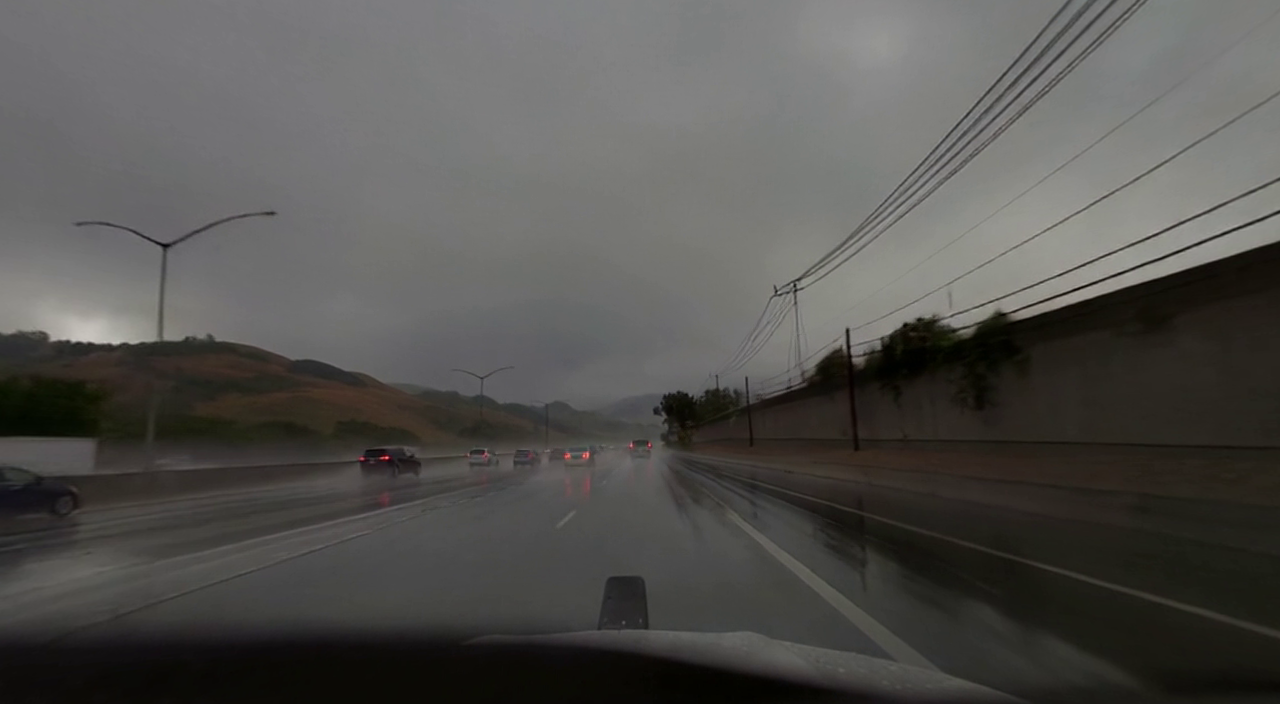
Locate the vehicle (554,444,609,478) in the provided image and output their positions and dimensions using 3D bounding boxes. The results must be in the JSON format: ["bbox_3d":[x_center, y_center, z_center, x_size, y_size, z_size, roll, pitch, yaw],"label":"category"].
[{"bbox_3d":[-2.631,5.064,29.450,2.064,1.446,4.409,0,-9,1],"label":"vehicle"}]

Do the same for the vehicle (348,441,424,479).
[{"bbox_3d":[-14.336,6.113,35.954,2.172,1.946,5.017,0,-9,1],"label":"vehicle"}]

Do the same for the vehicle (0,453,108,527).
[{"bbox_3d":[-14.107,2.865,13.064,1.885,1.474,4.849,0,-9,1],"label":"vehicle"}]

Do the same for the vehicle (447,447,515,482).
[{"bbox_3d":[-7.088,5.045,28.594,1.899,1.472,4.202,0,-9,1],"label":"vehicle"}]
